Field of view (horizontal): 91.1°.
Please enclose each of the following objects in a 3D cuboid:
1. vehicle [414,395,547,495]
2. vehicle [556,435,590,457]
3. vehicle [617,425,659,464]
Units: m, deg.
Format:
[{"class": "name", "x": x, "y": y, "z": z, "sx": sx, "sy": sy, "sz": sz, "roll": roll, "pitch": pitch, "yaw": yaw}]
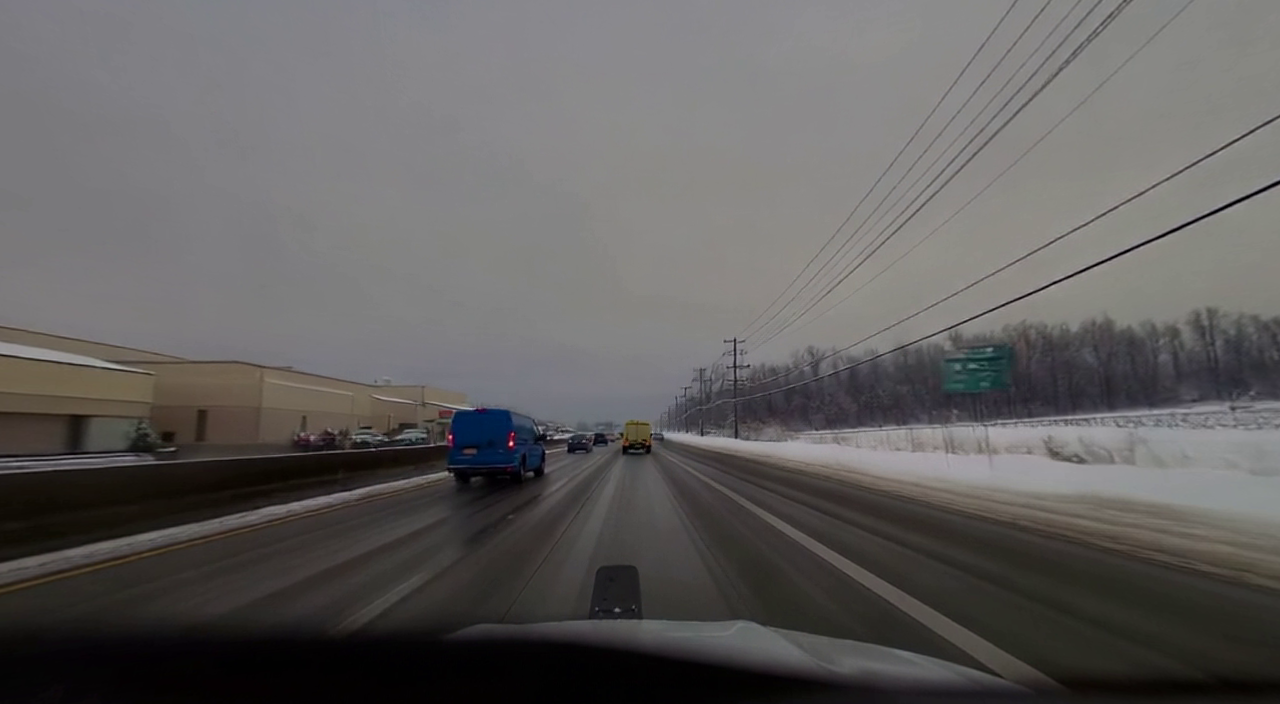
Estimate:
[{"class": "vehicle", "x": -4.303, "y": 2.642, "z": 18.219, "sx": 2.388, "sy": 2.410, "sz": 5.787, "roll": 0, "pitch": -8, "yaw": -1}, {"class": "vehicle", "x": -4.834, "y": 6.832, "z": 45.945, "sx": 2.058, "sy": 1.557, "sz": 4.125, "roll": 0, "pitch": -8, "yaw": -1}, {"class": "vehicle", "x": -0.167, "y": 5.144, "z": 35.062, "sx": 2.213, "sy": 1.997, "sz": 4.456, "roll": 0, "pitch": -8, "yaw": -1}]
